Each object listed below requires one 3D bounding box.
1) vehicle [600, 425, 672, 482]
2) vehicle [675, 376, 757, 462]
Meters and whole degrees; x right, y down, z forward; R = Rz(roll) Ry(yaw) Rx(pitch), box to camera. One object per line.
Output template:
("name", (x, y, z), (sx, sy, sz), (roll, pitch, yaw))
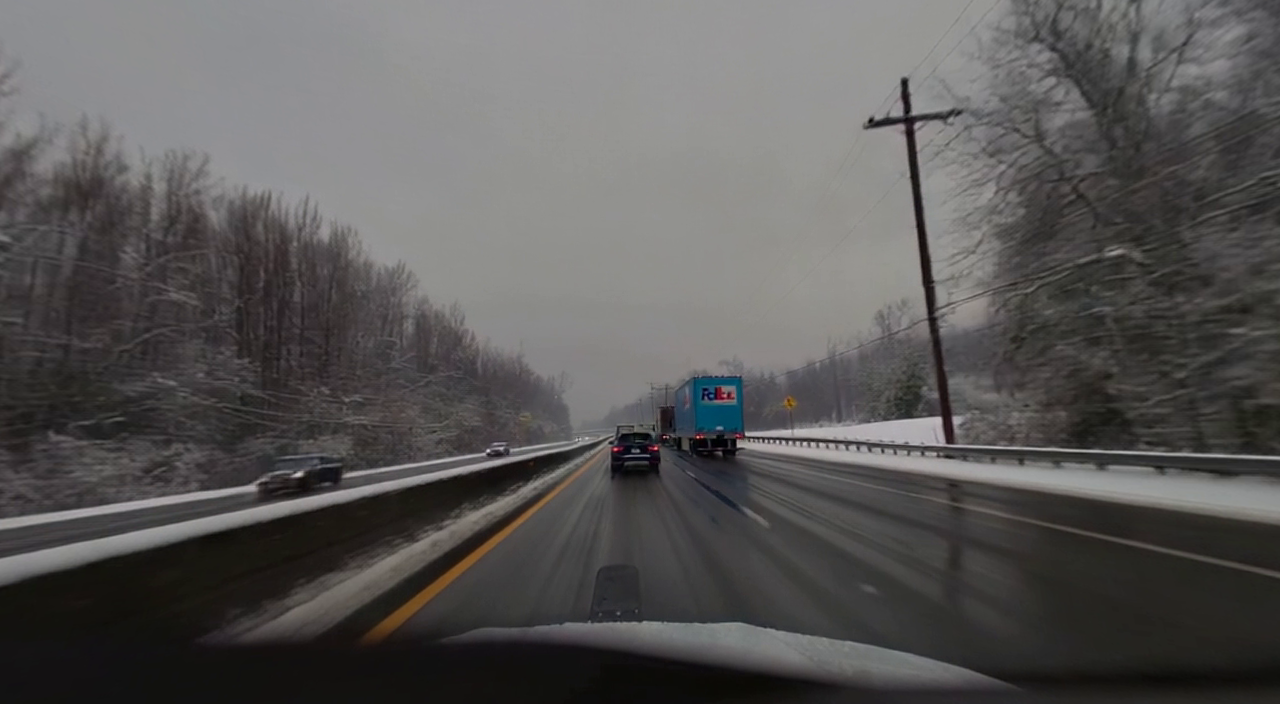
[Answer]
("vehicle", (-0.187, 3.151, 19.833), (2.062, 1.581, 3.914), (0, -8, -2))
("vehicle", (3.639, 3.590, 32.700), (2.835, 3.872, 8.916), (0, -8, -2))
